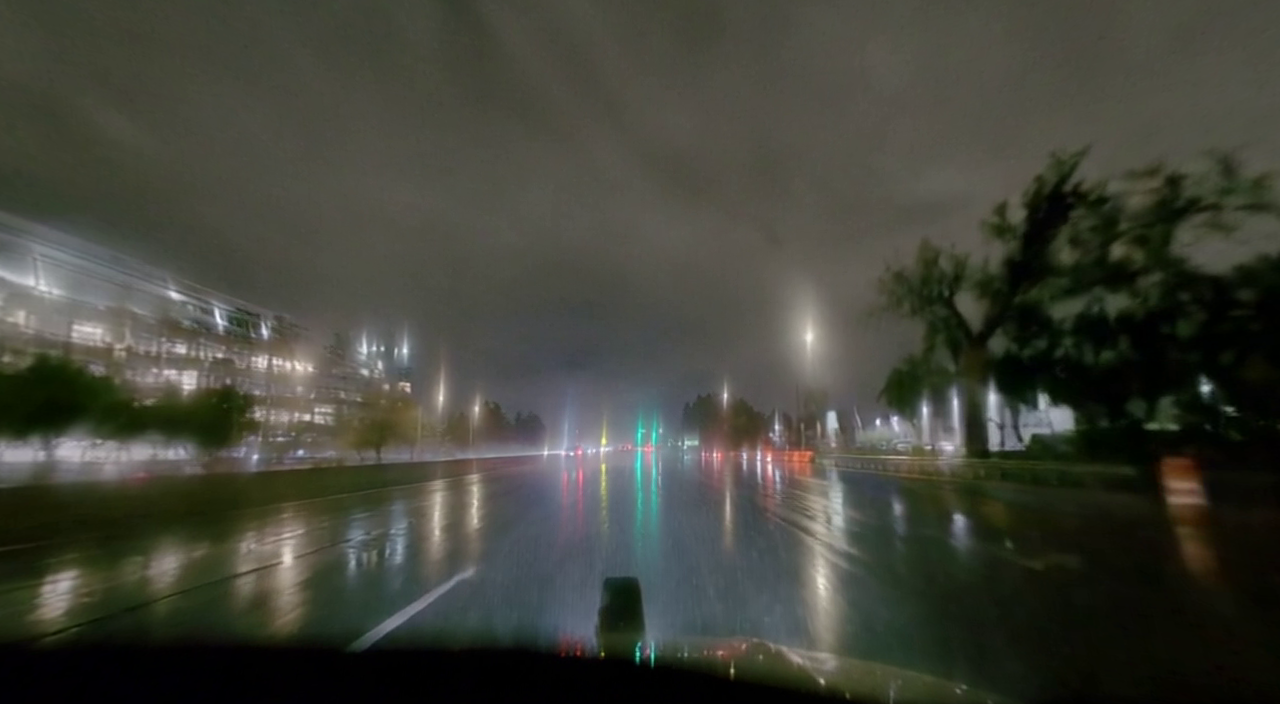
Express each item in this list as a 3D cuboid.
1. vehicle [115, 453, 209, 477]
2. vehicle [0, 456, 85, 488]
[{"bbox_3d":[-37.551,8.867,49.543,5.655,1.840,2.300,-1,-9,4],"label":"vehicle"},{"bbox_3d":[-38.426,7.425,38.927,6.140,1.772,2.262,-3,-9,2],"label":"vehicle"}]
